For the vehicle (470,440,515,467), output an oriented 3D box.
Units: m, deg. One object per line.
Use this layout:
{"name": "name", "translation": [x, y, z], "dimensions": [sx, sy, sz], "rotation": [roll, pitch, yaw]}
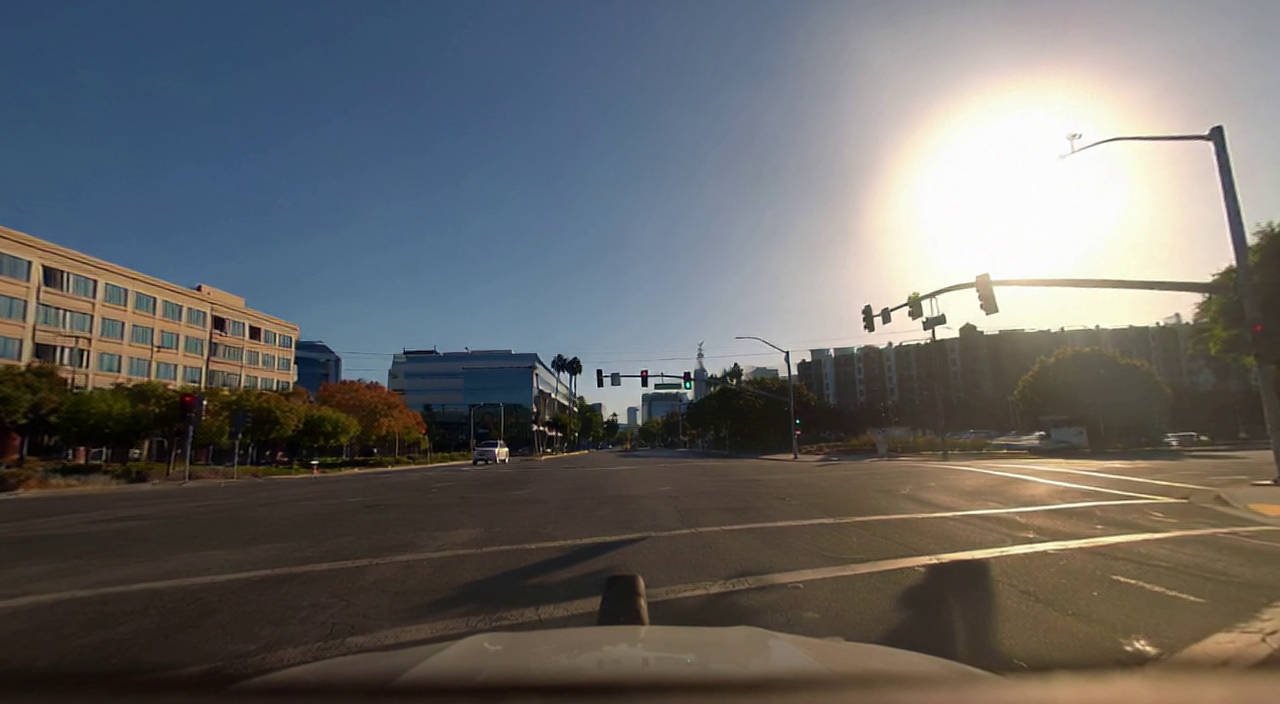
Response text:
{"name": "vehicle", "translation": [-9.729, 6.729, 41.976], "dimensions": [1.988, 1.692, 4.412], "rotation": [0, -8, 0]}
